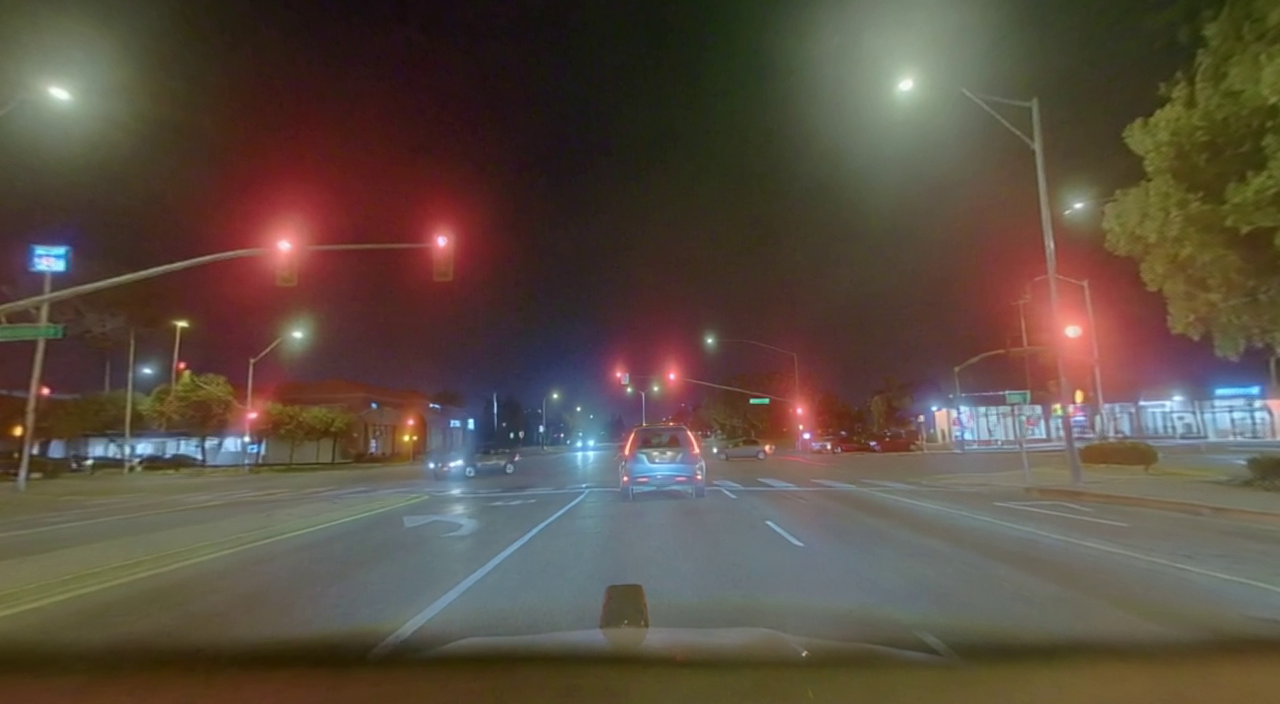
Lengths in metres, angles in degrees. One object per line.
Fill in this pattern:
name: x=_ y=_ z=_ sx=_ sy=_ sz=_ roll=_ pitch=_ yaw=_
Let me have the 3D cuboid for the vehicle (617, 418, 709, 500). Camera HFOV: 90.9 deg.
vehicle: x=0.526 y=2.646 z=15.915 sx=1.994 sy=1.759 sz=4.186 roll=0 pitch=-8 yaw=1

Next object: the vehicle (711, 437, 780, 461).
vehicle: x=6.597 y=6.079 z=39.639 sx=3.963 sy=1.480 sz=1.774 roll=1 pitch=-8 yaw=-7

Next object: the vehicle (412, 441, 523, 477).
vehicle: x=-7.801 y=4.848 z=28.974 sx=2.013 sy=1.486 sz=4.705 roll=-6 pitch=-10 yaw=34
